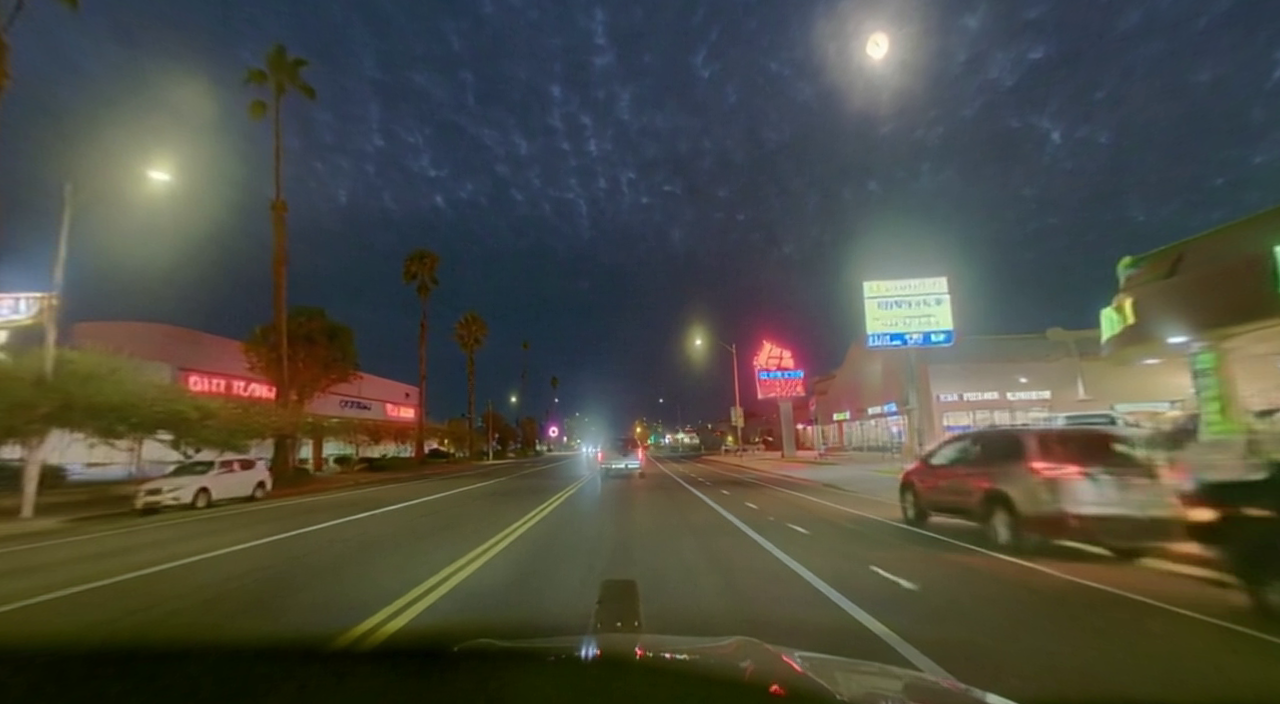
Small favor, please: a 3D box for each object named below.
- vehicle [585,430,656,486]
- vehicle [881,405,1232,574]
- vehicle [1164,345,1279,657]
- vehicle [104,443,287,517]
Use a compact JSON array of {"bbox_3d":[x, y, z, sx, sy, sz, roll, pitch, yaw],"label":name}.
[{"bbox_3d":[-0.639,3.665,22.039,2.239,1.763,4.096,0,-8,-1],"label":"vehicle"},{"bbox_3d":[5.742,1.939,9.703,2.186,1.861,4.678,2,-8,-1],"label":"vehicle"},{"bbox_3d":[5.487,0.669,1.781,2.568,1.974,6.203,3,-9,-2],"label":"vehicle"},{"bbox_3d":[-13.520,3.855,19.663,2.296,1.847,4.856,-3,-8,-1],"label":"vehicle"}]
